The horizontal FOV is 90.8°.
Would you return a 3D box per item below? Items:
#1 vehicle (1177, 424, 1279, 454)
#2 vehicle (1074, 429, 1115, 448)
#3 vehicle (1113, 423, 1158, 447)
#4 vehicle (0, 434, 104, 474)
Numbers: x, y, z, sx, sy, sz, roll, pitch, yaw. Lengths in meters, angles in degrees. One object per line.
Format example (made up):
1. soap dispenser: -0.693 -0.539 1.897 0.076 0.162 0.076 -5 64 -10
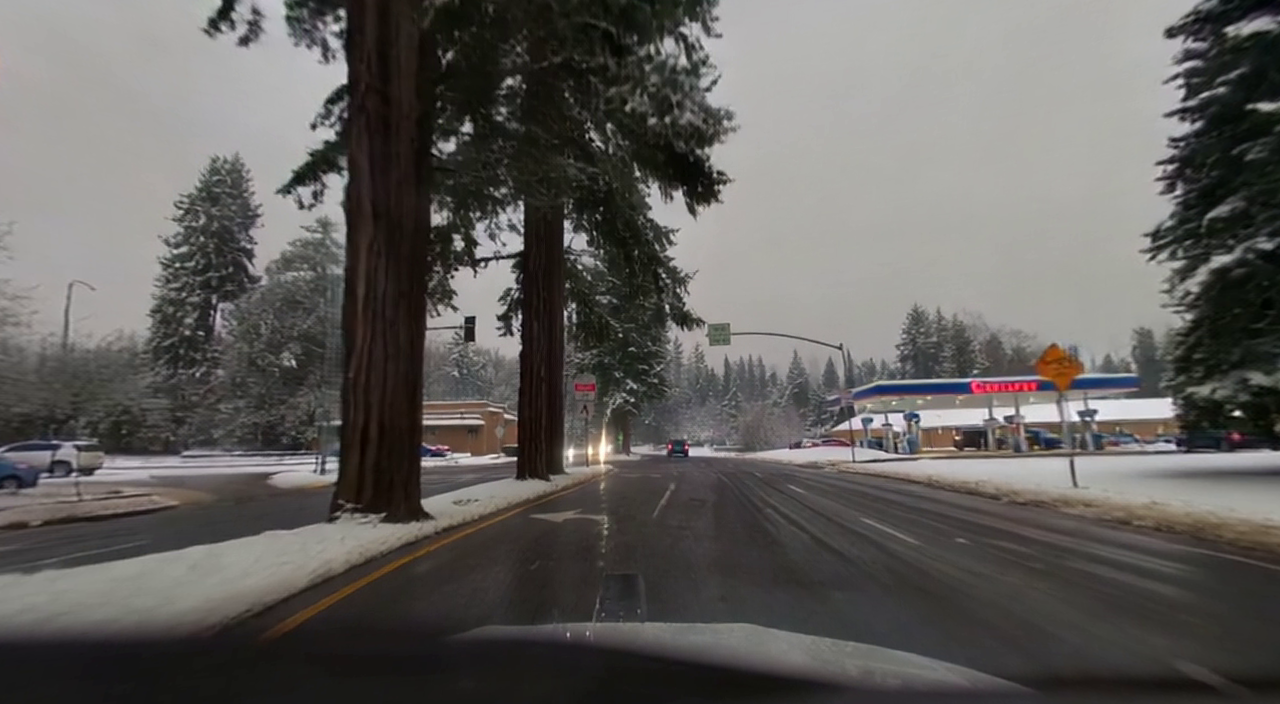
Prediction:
1. vehicle: 30.493 4.444 32.159 1.885 1.446 4.469 7 -11 -41
2. vehicle: 34.826 6.635 48.320 3.931 1.422 1.771 8 -12 -44
3. vehicle: 36.931 6.193 47.049 3.928 1.684 1.912 8 -12 -43
4. vehicle: -31.586 5.384 33.475 4.847 1.872 2.114 -4 -7 9
